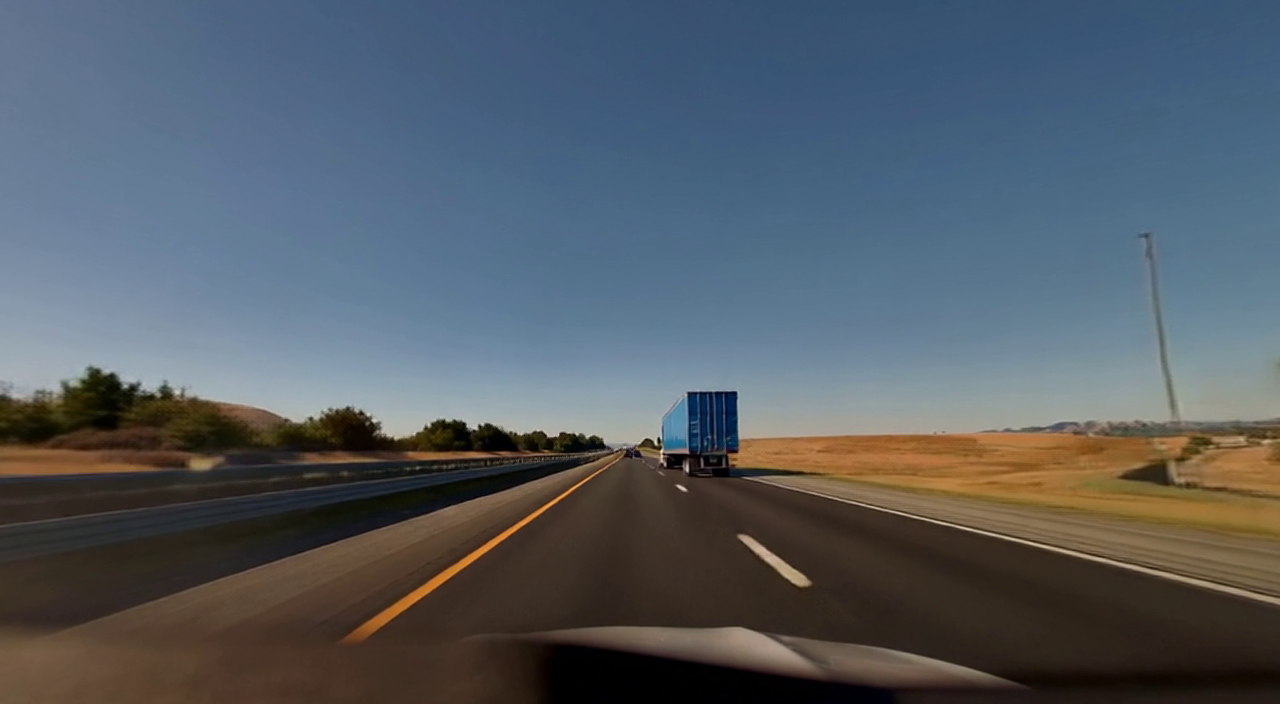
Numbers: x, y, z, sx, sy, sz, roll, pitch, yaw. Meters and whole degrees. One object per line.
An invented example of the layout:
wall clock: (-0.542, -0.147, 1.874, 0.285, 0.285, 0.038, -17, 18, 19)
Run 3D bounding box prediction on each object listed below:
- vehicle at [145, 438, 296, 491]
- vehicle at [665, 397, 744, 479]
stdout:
vehicle: (-13.062, 3.524, 19.960, 1.861, 1.498, 4.278, 0, -9, -1)
vehicle: (3.493, 5.357, 38.197, 2.938, 4.076, 13.362, 0, -9, -2)
